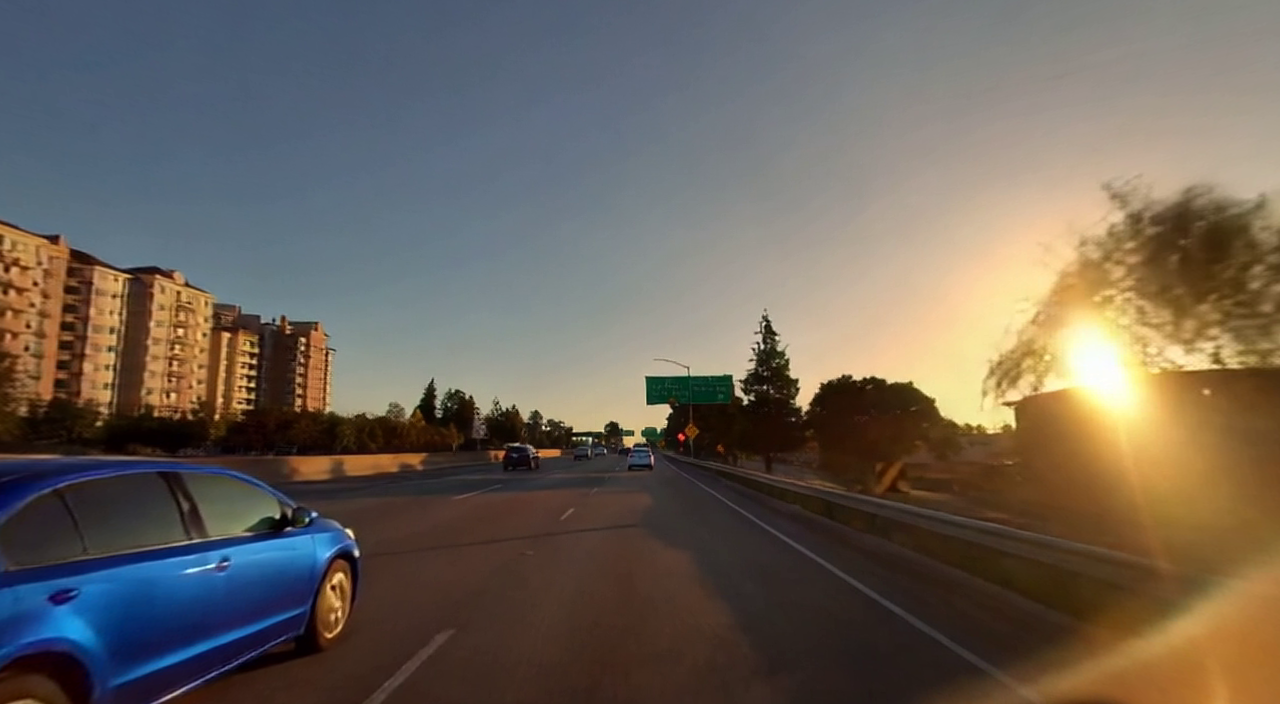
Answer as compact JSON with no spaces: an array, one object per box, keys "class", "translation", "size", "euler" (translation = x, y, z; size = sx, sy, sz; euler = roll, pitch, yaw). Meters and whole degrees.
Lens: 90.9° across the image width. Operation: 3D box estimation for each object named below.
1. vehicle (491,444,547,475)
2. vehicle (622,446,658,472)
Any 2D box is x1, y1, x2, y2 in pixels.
[{"class":"vehicle","translation":[-6.404,5.703,33.787],"size":[2.075,1.528,4.327],"euler":[0,-8,1]},{"class":"vehicle","translation":[0.003,6.312,37.454],"size":[2.051,1.443,3.770],"euler":[0,-8,0]}]
